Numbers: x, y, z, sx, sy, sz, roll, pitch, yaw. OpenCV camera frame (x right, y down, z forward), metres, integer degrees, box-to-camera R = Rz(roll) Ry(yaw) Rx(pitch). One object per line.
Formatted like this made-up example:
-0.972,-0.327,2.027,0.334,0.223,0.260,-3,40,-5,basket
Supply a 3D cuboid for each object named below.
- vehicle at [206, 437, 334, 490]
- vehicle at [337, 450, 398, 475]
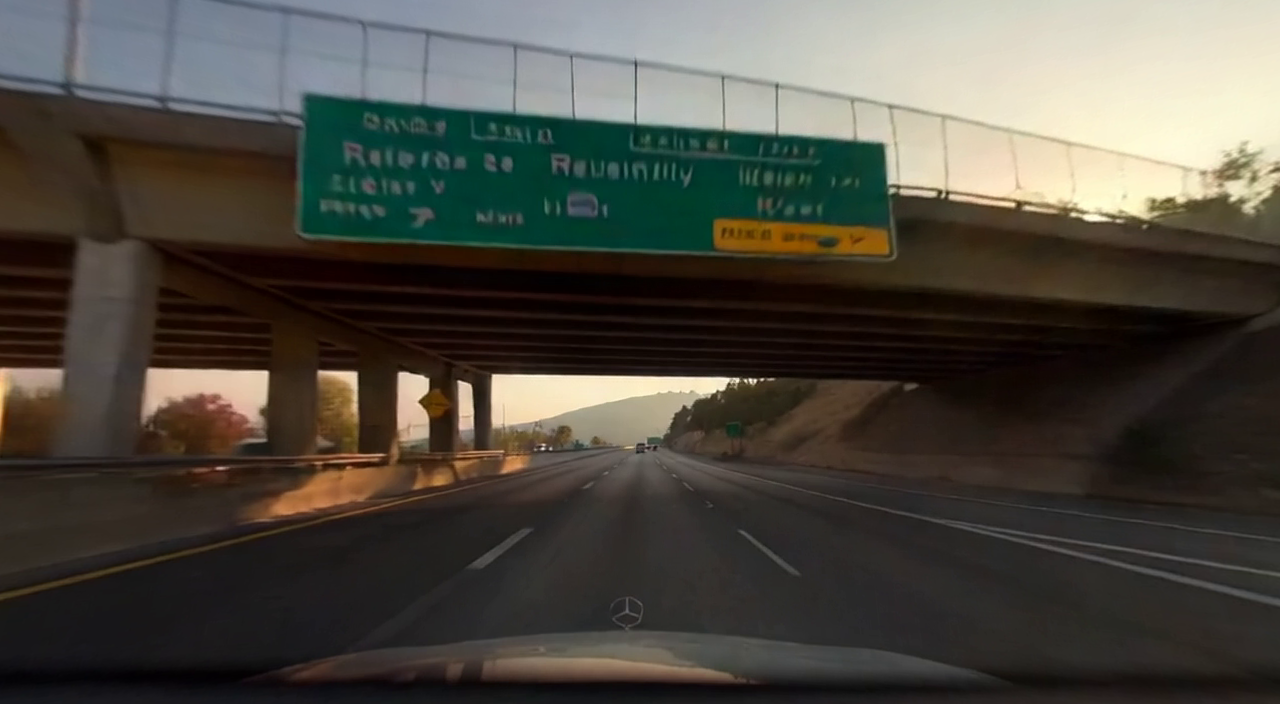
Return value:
-15.318,4.639,26.542,2.076,1.976,5.353,0,-9,0,vehicle
-18.304,7.413,42.521,2.062,1.516,4.761,0,-9,-1,vehicle
